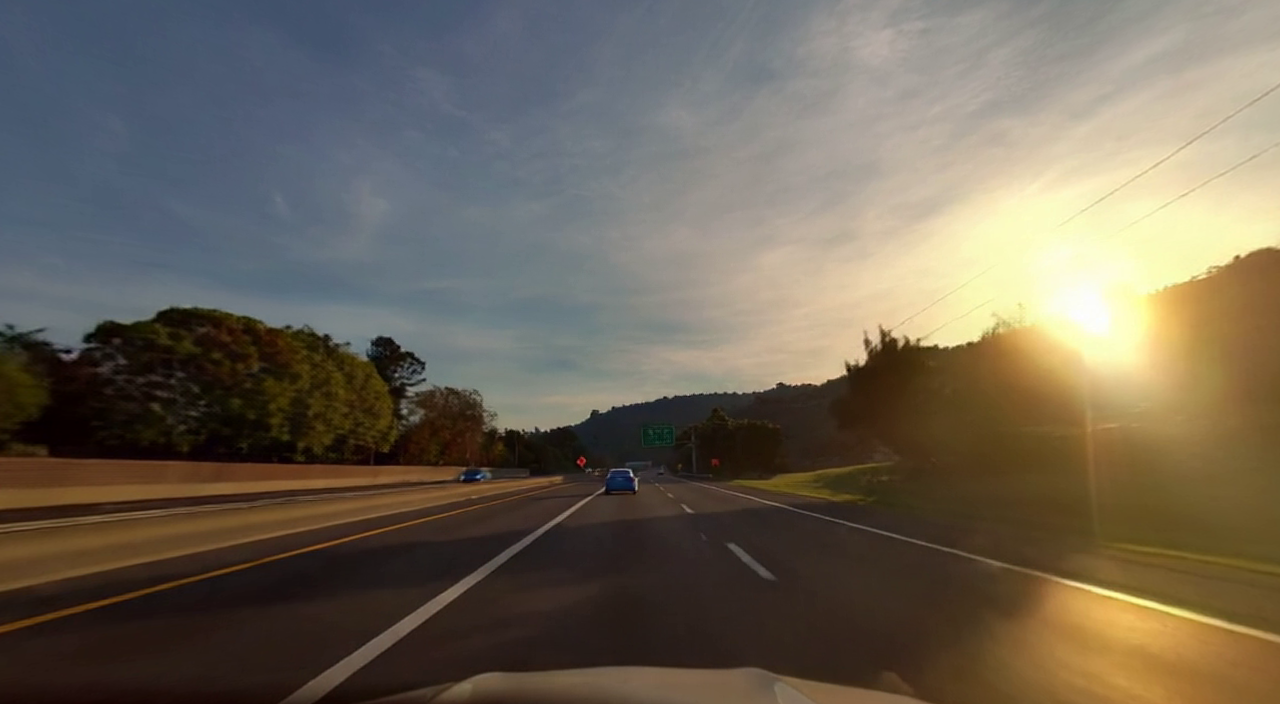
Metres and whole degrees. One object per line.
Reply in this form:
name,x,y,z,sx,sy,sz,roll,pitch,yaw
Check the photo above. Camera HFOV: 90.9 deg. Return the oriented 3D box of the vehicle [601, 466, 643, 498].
vehicle,-0.888,6.814,33.293,2.016,1.530,4.009,1,-11,1
